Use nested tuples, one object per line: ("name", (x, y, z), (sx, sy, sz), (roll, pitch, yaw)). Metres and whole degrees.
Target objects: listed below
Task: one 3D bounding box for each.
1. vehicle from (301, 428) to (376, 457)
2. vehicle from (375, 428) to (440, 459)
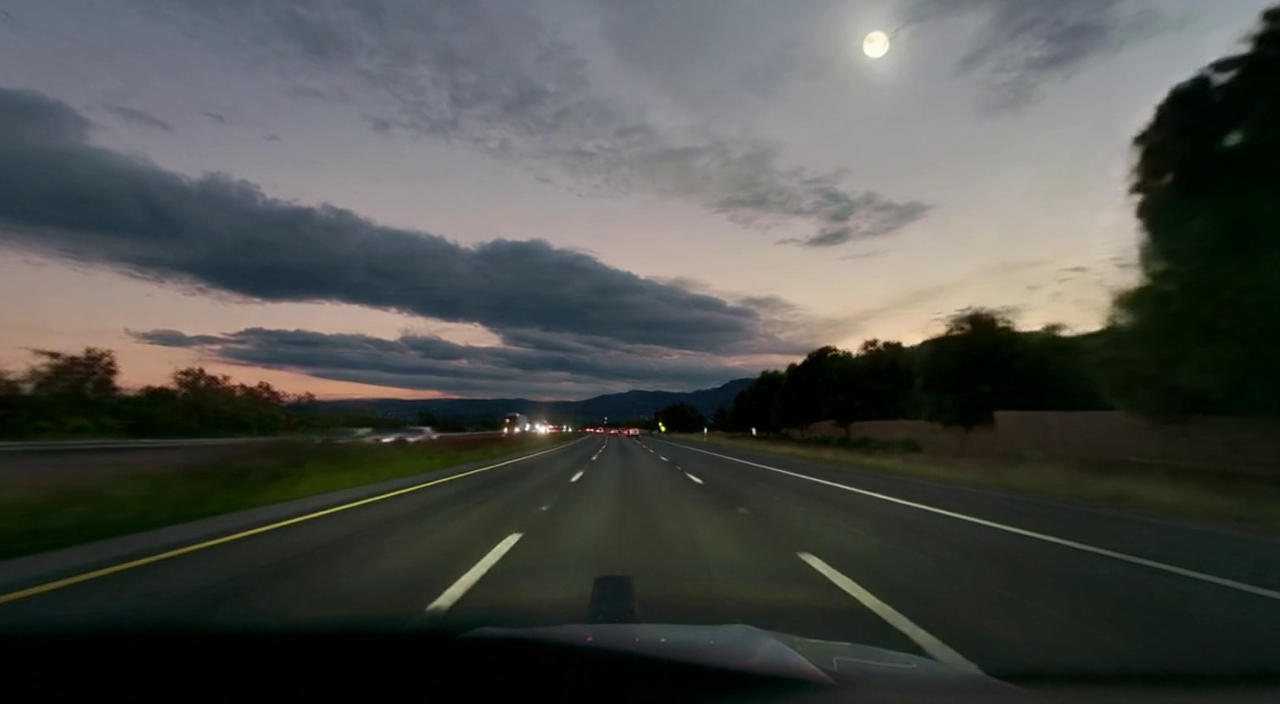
("vehicle", (-16.190, 4.874, 34.064), (2.077, 1.480, 4.193), (0, -8, -2))
("vehicle", (-12.251, 4.842, 33.435), (1.842, 1.534, 4.154), (0, -8, 0))
